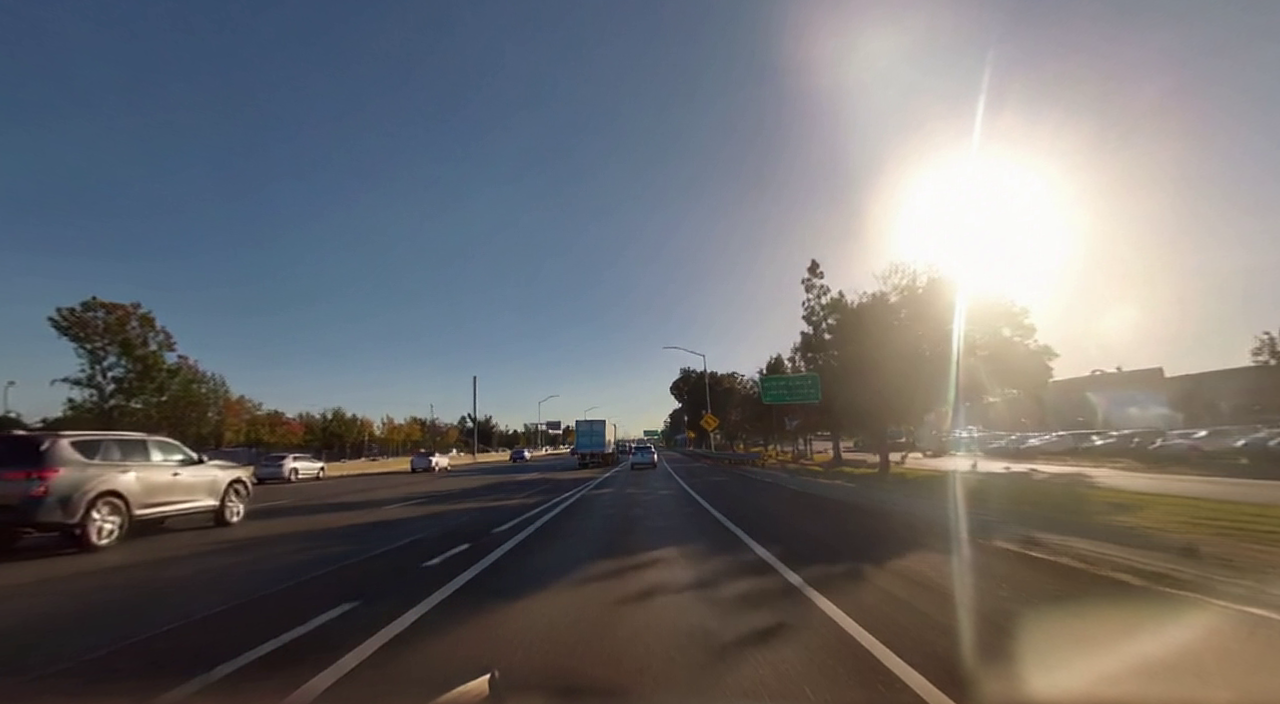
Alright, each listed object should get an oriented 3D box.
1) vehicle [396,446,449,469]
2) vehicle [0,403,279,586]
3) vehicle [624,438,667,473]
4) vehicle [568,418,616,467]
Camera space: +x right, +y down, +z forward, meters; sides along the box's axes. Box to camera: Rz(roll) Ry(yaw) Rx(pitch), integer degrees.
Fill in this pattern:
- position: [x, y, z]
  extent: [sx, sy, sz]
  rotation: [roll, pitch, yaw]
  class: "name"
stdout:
- position: [-16.645, 8.076, 48.518]
  extent: [2.076, 1.709, 4.893]
  rotation: [-1, -8, 3]
  class: "vehicle"
- position: [-7.739, 1.843, 8.960]
  extent: [2.165, 1.903, 4.917]
  rotation: [0, -8, 2]
  class: "vehicle"
- position: [0.290, 5.786, 35.401]
  extent: [2.227, 1.794, 4.646]
  rotation: [0, -8, 0]
  class: "vehicle"
- position: [-3.511, 6.976, 48.765]
  extent: [2.796, 3.426, 8.553]
  rotation: [0, -8, 2]
  class: "vehicle"
